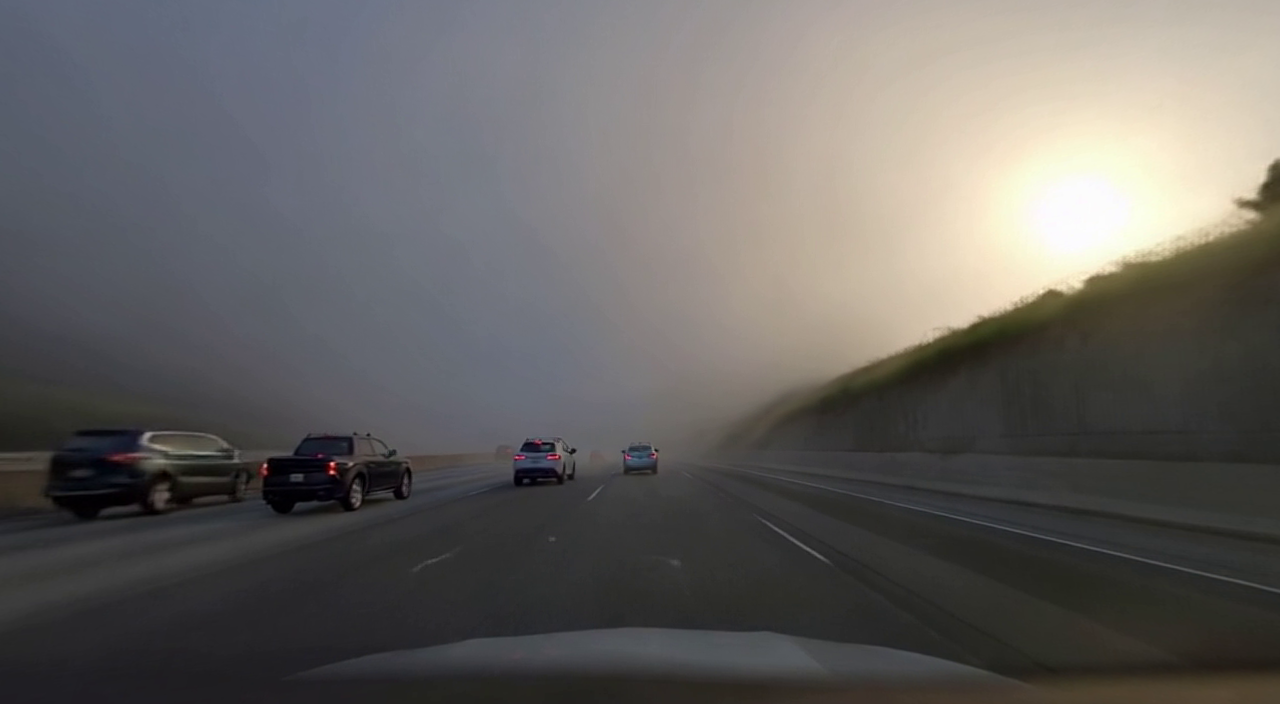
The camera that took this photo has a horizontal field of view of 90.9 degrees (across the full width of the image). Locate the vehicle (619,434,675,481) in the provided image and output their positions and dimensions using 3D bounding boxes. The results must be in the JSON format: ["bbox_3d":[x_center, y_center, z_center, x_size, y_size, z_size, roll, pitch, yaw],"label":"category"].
[{"bbox_3d":[0.252,4.506,27.155,2.233,1.804,4.273,0,-9,-1],"label":"vehicle"}]

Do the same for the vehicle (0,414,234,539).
[{"bbox_3d":[-10.996,2.343,12.549,2.230,1.928,5.333,0,-9,0],"label":"vehicle"}]

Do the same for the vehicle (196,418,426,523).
[{"bbox_3d":[-6.751,2.497,13.870,2.108,1.856,5.214,0,-9,1],"label":"vehicle"}]

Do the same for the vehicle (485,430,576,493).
[{"bbox_3d":[-3.437,3.550,20.769,2.093,1.820,4.506,0,-9,1],"label":"vehicle"}]
